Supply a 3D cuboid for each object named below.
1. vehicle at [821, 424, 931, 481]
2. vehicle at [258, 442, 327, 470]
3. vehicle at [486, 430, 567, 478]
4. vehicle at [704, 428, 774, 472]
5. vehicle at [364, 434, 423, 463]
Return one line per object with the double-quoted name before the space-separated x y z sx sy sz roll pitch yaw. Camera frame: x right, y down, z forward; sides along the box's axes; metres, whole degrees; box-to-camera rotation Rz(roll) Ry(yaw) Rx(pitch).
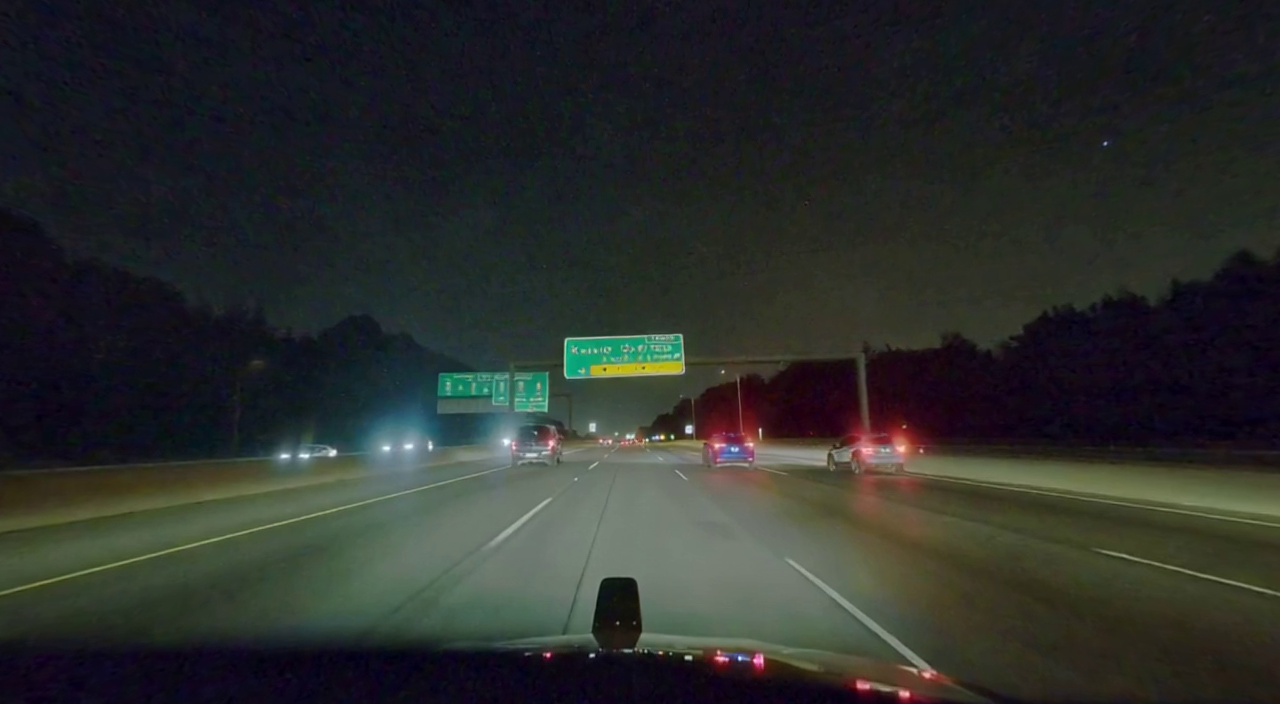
"vehicle" 7.452 3.186 20.316 1.956 1.634 3.935 0 -8 -1
"vehicle" -20.977 6.291 38.136 1.848 1.544 4.103 0 -8 -1
"vehicle" -3.741 3.442 21.552 2.032 1.465 4.316 0 -8 -1
"vehicle" 3.847 3.872 25.133 2.011 1.576 4.060 0 -8 -2
"vehicle" -16.819 6.587 43.205 2.083 1.902 4.873 0 -8 -1
